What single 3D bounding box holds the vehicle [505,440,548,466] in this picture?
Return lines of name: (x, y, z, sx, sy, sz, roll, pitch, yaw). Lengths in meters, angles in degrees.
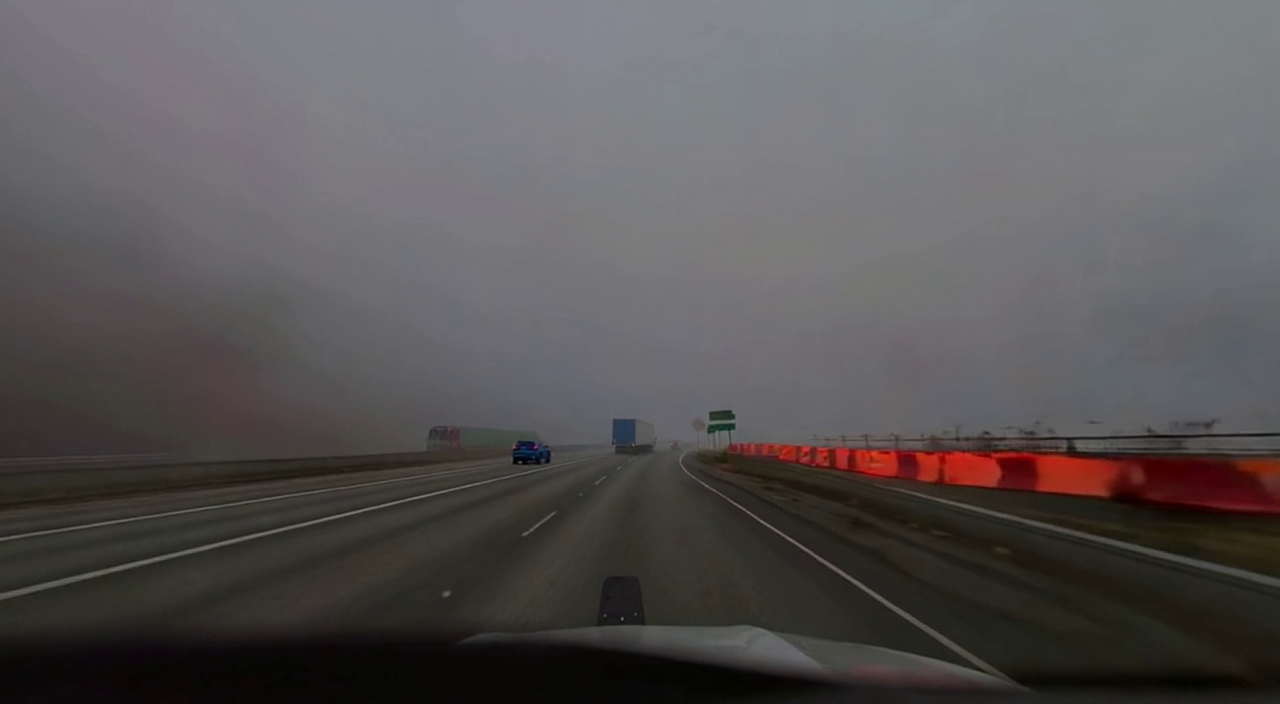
vehicle: (-7.183, 6.470, 40.313, 1.893, 1.566, 4.051, -1, -9, 2)
